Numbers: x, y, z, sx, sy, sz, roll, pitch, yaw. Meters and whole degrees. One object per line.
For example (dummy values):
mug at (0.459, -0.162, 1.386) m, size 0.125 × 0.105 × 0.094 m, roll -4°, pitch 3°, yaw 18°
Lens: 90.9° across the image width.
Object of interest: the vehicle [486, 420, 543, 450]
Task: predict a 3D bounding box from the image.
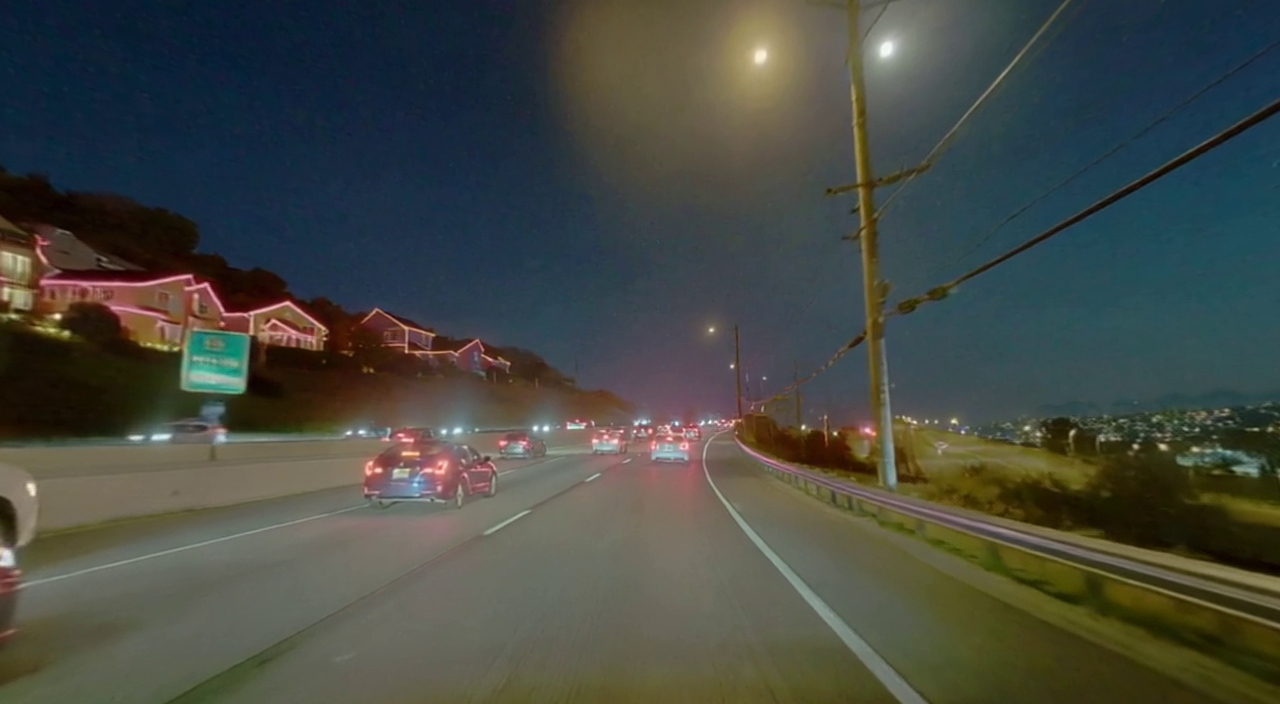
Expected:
vehicle at (-8.300, 5.565, 42.002) m, size 2.080 × 1.833 × 4.461 m, roll -2°, pitch -9°, yaw 12°

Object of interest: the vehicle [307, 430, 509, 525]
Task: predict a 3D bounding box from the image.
vehicle at (-4.180, 2.337, 12.425) m, size 1.956 × 1.478 × 4.789 m, roll -1°, pitch -8°, yaw 3°

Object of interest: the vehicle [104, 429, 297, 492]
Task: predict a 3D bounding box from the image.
vehicle at (-12.748, 3.175, 18.775) m, size 1.986 × 1.622 × 4.548 m, roll -2°, pitch -8°, yaw 10°

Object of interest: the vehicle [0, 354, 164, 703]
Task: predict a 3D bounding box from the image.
vehicle at (-4.134, 0.721, 1.794) m, size 2.079 × 1.763 × 4.295 m, roll 0°, pitch -8°, yaw 2°

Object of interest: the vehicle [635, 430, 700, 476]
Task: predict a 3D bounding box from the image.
vehicle at (1.020, 3.585, 22.615) m, size 2.109 × 1.495 × 3.935 m, roll -1°, pitch -8°, yaw 4°

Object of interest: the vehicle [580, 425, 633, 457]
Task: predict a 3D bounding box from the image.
vehicle at (-1.786, 4.958, 34.917) m, size 2.121 × 1.639 × 4.383 m, roll -1°, pitch -8°, yaw 8°
